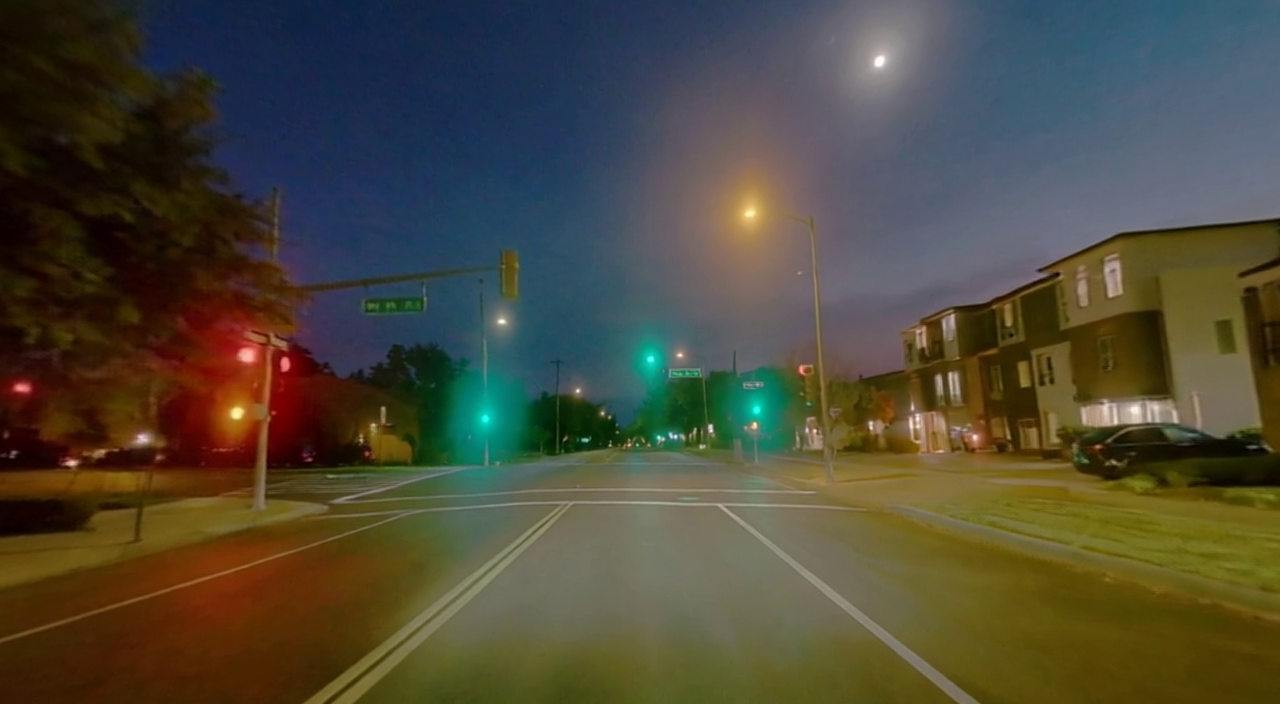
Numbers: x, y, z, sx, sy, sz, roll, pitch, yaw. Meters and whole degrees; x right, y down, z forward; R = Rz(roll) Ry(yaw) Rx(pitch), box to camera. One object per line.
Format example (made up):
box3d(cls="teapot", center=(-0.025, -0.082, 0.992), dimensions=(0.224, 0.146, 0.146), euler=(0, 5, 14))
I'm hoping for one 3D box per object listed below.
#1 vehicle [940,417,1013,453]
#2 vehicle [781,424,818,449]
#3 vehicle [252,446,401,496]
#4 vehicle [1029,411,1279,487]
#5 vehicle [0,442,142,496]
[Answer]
box3d(cls="vehicle", center=(17.112, 4.297, 32.362), dimensions=(2.013, 1.722, 4.007), euler=(-2, -9, 9))
box3d(cls="vehicle", center=(11.497, 6.171, 45.877), dimensions=(1.950, 1.714, 4.245), euler=(-1, -9, 6))
box3d(cls="vehicle", center=(-10.226, 3.876, 20.710), dimensions=(4.135, 1.424, 1.945), euler=(-5, -10, 17))
box3d(cls="vehicle", center=(12.762, 2.366, 15.617), dimensions=(4.908, 1.521, 2.108), euler=(-2, -8, -4))
box3d(cls="vehicle", center=(-22.271, 4.432, 24.008), dimensions=(4.804, 1.842, 2.171), euler=(-1, -8, -1))
